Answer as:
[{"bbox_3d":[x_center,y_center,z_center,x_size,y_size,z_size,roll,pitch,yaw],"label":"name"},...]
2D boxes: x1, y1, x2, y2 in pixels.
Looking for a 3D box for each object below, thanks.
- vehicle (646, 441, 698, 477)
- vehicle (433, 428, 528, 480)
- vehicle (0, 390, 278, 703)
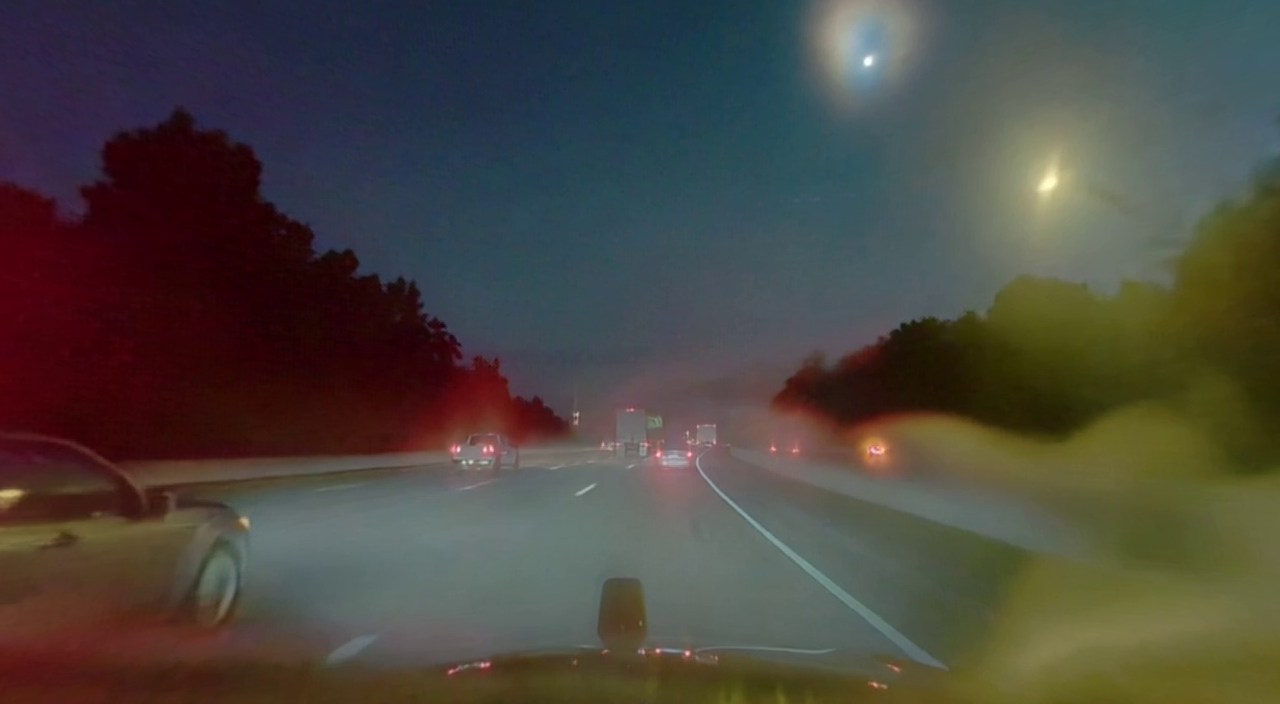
[{"bbox_3d":[1.322,4.362,26.051,1.984,1.365,3.767,0,-8,3],"label":"vehicle"},{"bbox_3d":[-6.118,4.000,24.911,2.142,1.833,4.854,-1,-8,4],"label":"vehicle"},{"bbox_3d":[-3.596,0.830,2.082,1.916,1.486,4.631,0,-8,2],"label":"vehicle"}]
